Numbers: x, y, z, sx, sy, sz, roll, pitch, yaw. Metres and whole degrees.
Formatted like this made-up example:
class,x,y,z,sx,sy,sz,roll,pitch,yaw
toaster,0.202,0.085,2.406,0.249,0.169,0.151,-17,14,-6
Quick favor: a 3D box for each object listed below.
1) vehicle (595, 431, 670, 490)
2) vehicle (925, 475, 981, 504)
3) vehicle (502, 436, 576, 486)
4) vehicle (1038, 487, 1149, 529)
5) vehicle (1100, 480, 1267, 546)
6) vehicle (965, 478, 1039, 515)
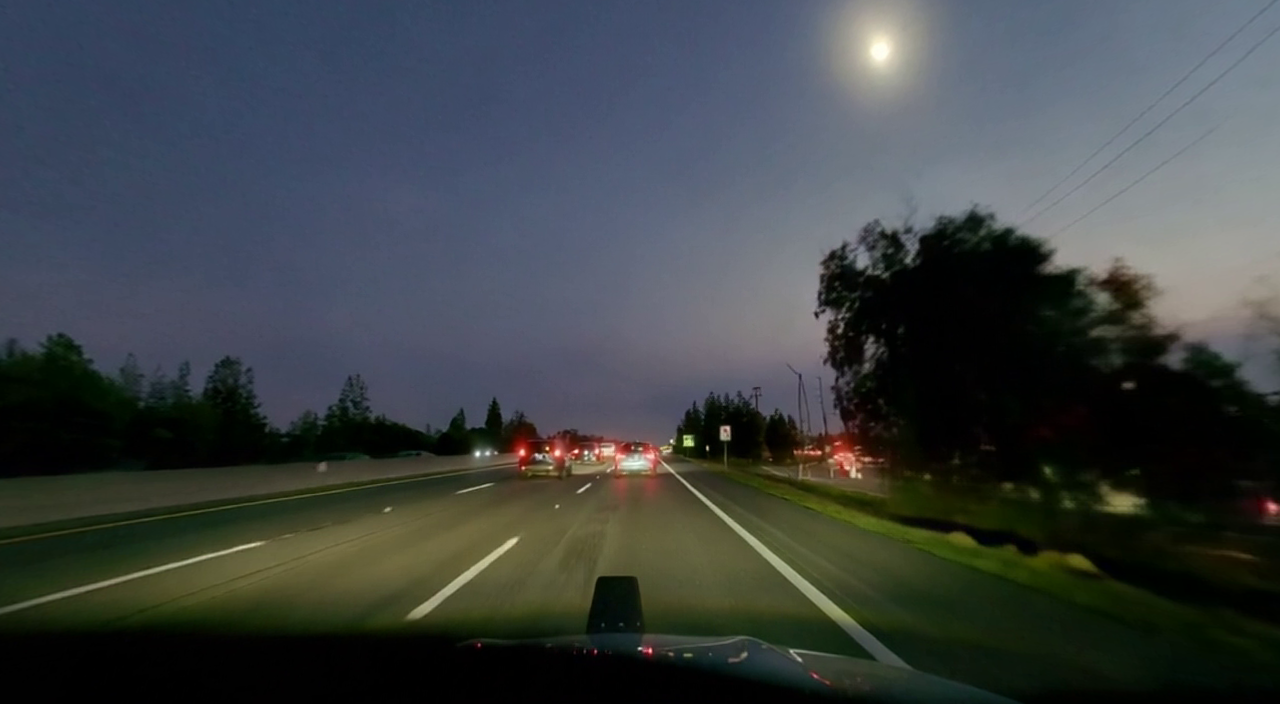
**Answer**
class,x,y,z,sx,sy,sz,roll,pitch,yaw
vehicle,-0.244,3.701,21.854,2.319,1.813,4.274,0,-8,0
vehicle,21.515,9.435,43.526,1.820,1.768,4.621,-3,-11,5
vehicle,-3.853,4.236,24.882,2.104,1.754,4.515,0,-8,1
vehicle,20.151,6.933,28.300,1.801,1.469,4.315,-3,-11,2
vehicle,18.500,5.463,21.820,1.965,1.761,4.363,-1,-9,3
vehicle,19.882,7.912,34.807,1.832,1.624,4.158,-1,-9,4
